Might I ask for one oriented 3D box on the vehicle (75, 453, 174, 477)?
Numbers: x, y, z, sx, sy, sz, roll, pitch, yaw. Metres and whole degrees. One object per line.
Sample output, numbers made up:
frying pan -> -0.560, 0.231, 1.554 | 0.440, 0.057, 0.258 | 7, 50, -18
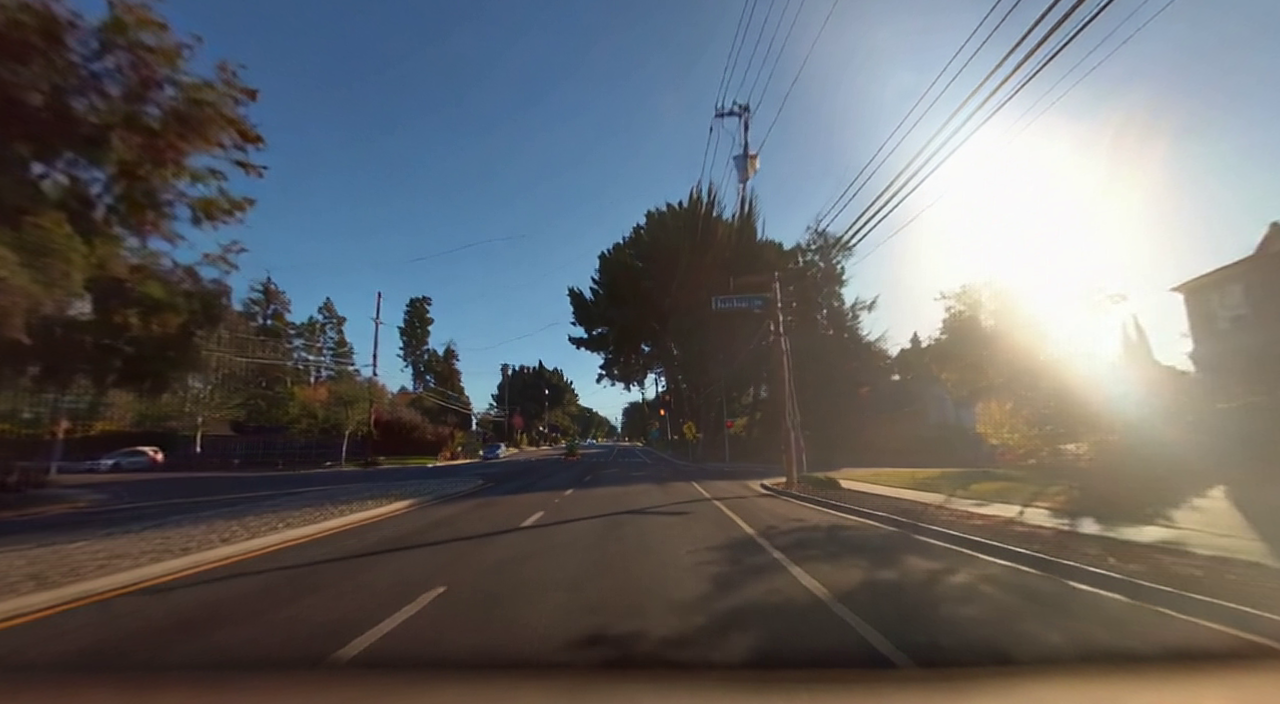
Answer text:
vehicle -> -31.236, 6.821, 38.364 | 4.267, 1.381, 1.786 | 1, -9, -6
